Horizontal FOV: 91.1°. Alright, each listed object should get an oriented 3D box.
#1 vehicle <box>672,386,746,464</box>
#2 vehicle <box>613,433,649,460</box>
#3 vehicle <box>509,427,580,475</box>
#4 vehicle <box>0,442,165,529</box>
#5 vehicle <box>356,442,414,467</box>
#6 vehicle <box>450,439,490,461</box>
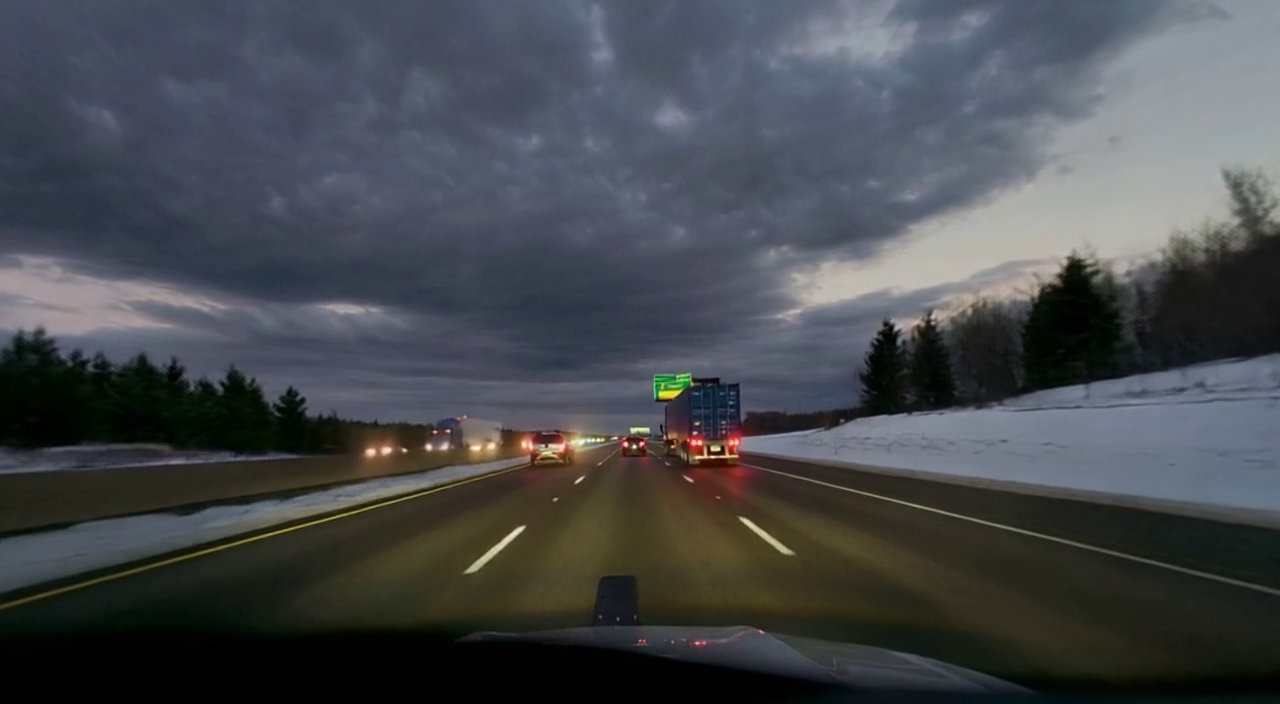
[{"bbox_3d":[3.619,4.154,35.084,2.883,3.836,7.894,0,-8,-2],"label":"vehicle"},{"bbox_3d":[-0.576,5.853,39.041,2.088,1.567,4.240,0,-8,-1],"label":"vehicle"},{"bbox_3d":[-3.558,3.770,24.306,2.054,1.671,4.445,0,-8,0],"label":"vehicle"},{"bbox_3d":[-12.485,2.616,12.829,1.954,1.527,4.652,0,-8,-1],"label":"vehicle"},{"bbox_3d":[-16.239,6.528,40.254,1.863,1.501,4.305,0,-8,0],"label":"vehicle"},{"bbox_3d":[-12.498,7.192,46.410,1.871,1.495,3.907,0,-8,0],"label":"vehicle"}]
